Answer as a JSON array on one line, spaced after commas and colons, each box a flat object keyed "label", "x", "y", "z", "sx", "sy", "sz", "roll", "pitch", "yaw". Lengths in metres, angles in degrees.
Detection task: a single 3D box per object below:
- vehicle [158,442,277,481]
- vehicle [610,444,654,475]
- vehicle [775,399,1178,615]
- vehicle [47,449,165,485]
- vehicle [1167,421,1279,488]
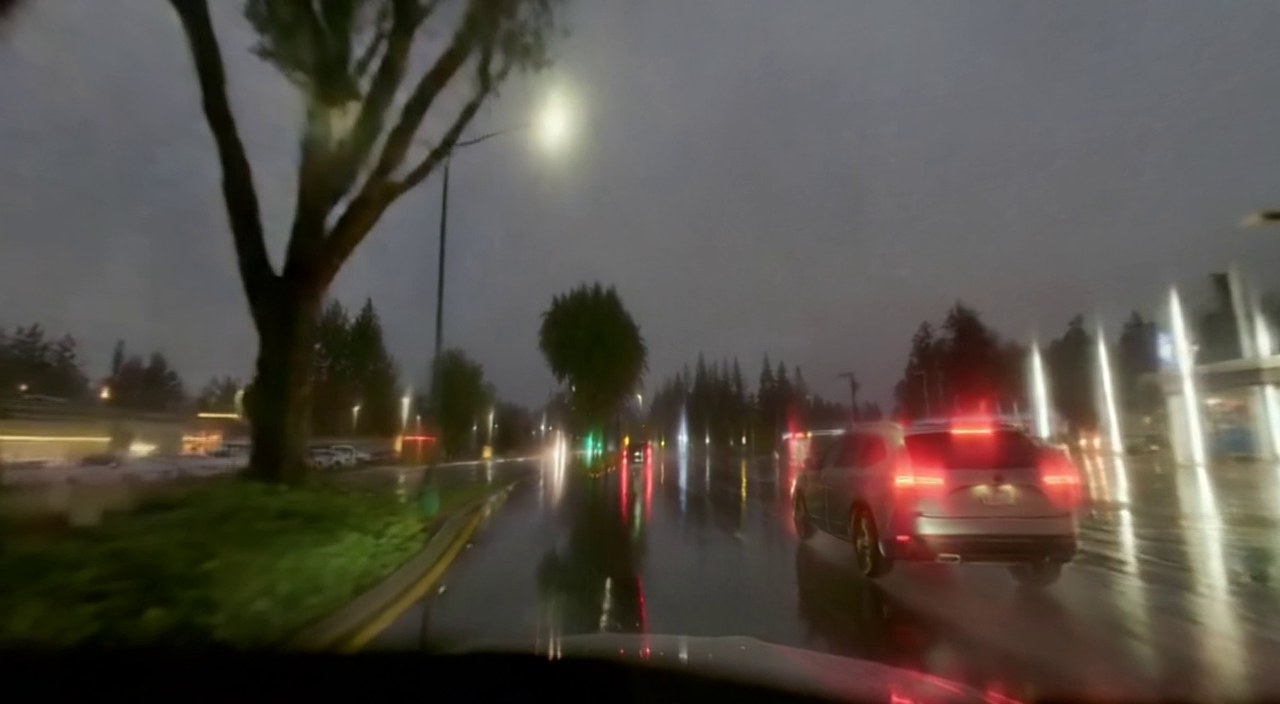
[{"label": "vehicle", "x": -25.912, "y": 6.733, "z": 38.925, "sx": 5.776, "sy": 1.932, "sz": 2.226, "roll": -4, "pitch": -9, "yaw": 0}, {"label": "vehicle", "x": -0.409, "y": 5.488, "z": 32.531, "sx": 2.126, "sy": 1.475, "sz": 3.967, "roll": 0, "pitch": -9, "yaw": -1}, {"label": "vehicle", "x": 3.167, "y": 1.557, "z": 7.296, "sx": 2.110, "sy": 1.698, "sz": 4.397, "roll": 0, "pitch": -9, "yaw": -2}, {"label": "vehicle", "x": -28.757, "y": 6.177, "z": 34.331, "sx": 1.942, "sy": 1.695, "sz": 5.231, "roll": 1, "pitch": -9, "yaw": -2}, {"label": "vehicle", "x": 20.167, "y": 3.088, "z": 19.630, "sx": 5.434, "sy": 1.879, "sz": 2.270, "roll": -3, "pitch": -9, "yaw": -1}]
